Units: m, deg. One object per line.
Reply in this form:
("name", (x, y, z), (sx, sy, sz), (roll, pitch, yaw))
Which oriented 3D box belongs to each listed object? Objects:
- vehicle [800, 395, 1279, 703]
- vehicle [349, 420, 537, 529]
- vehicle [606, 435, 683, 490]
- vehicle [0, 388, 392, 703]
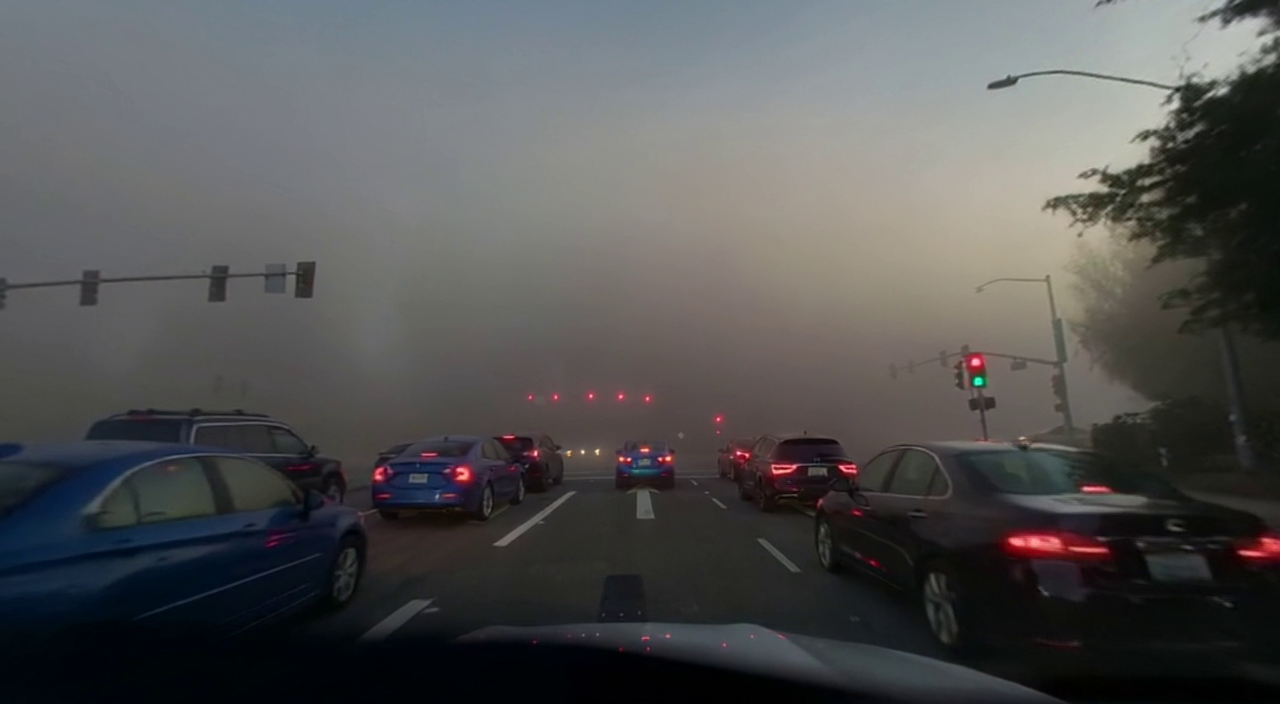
("vehicle", (2.822, 1.256, 4.871), (2.002, 1.474, 4.528), (0, -9, 0))
("vehicle", (-3.384, 2.212, 11.967), (2.034, 1.655, 4.465), (0, -9, 1))
("vehicle", (0.081, 3.330, 19.315), (2.114, 1.482, 4.056), (0, -9, -1))
("vehicle", (-3.259, 1.034, 3.232), (2.139, 1.478, 4.510), (0, -9, 0))
